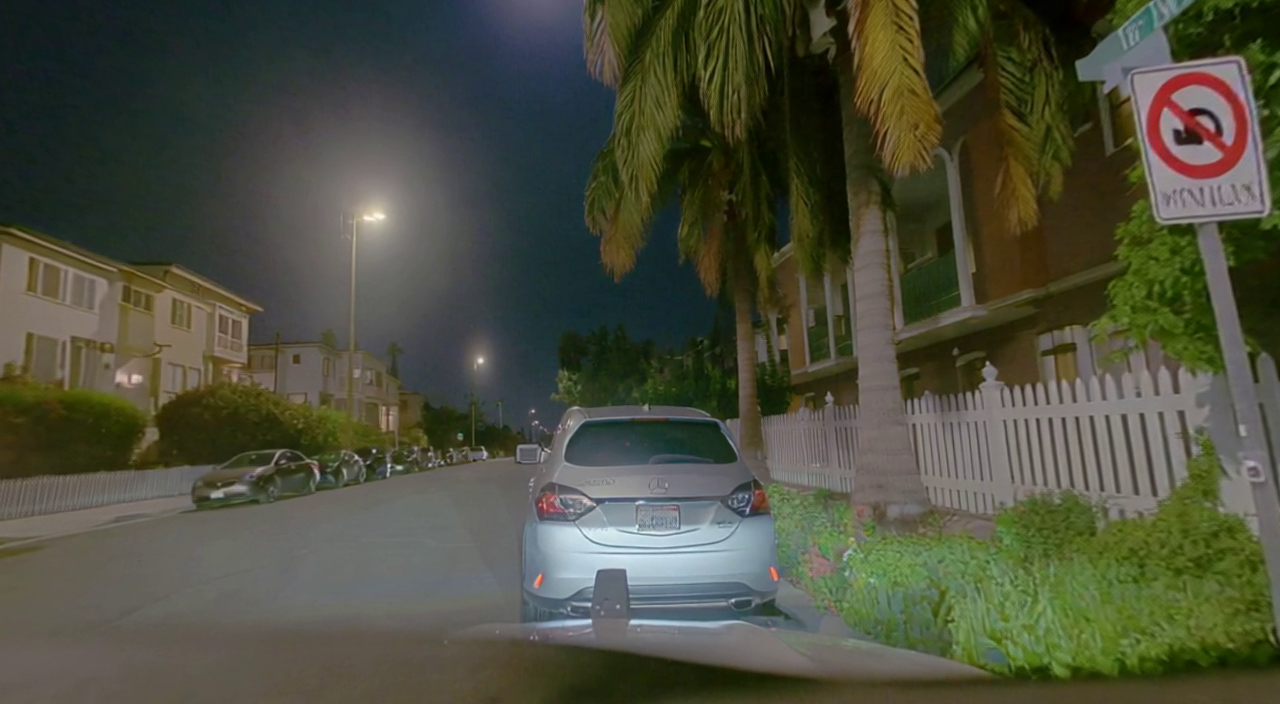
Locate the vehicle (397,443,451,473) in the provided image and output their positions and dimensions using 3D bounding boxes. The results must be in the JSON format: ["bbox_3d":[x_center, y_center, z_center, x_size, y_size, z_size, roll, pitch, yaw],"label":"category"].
[{"bbox_3d":[-13.165,6.465,38.704,2.060,1.689,4.999,1,-8,-7],"label":"vehicle"}]

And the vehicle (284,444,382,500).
[{"bbox_3d":[-12.159,4.713,25.288,2.048,1.485,4.757,-4,-4,-7],"label":"vehicle"}]

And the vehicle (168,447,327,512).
[{"bbox_3d":[-11.392,3.658,18.803,2.017,1.627,5.039,1,-8,-7],"label":"vehicle"}]

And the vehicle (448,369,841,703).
[{"bbox_3d":[-0.135,1.213,5.001,1.894,1.695,3.795,1,-8,-5],"label":"vehicle"}]
